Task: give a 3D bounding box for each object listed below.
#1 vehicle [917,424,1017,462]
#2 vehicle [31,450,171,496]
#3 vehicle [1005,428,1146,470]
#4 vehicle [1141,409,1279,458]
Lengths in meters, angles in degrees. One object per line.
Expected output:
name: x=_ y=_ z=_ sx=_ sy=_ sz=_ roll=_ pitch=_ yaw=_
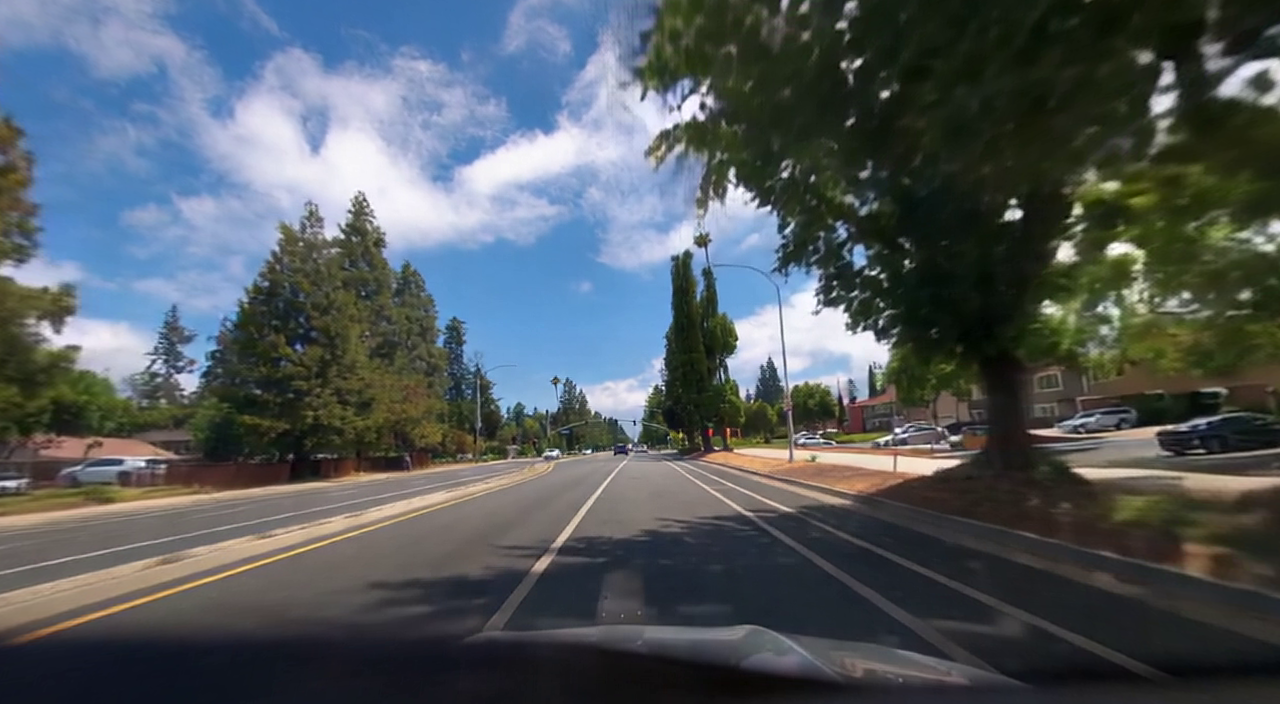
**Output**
vehicle: x=15.639 y=4.409 z=30.556 sx=2.106 sy=1.670 sz=5.008 roll=0 pitch=-8 yaw=0
vehicle: x=-24.652 y=5.526 z=29.001 sx=4.715 sy=1.451 sz=1.863 roll=-5 pitch=-3 yaw=-3
vehicle: x=16.002 y=3.612 z=23.607 sx=1.849 sy=1.415 sz=4.801 roll=0 pitch=-8 yaw=0
vehicle: x=22.462 y=3.071 z=23.781 sx=5.268 sy=1.720 sz=2.149 roll=-1 pitch=-9 yaw=1
